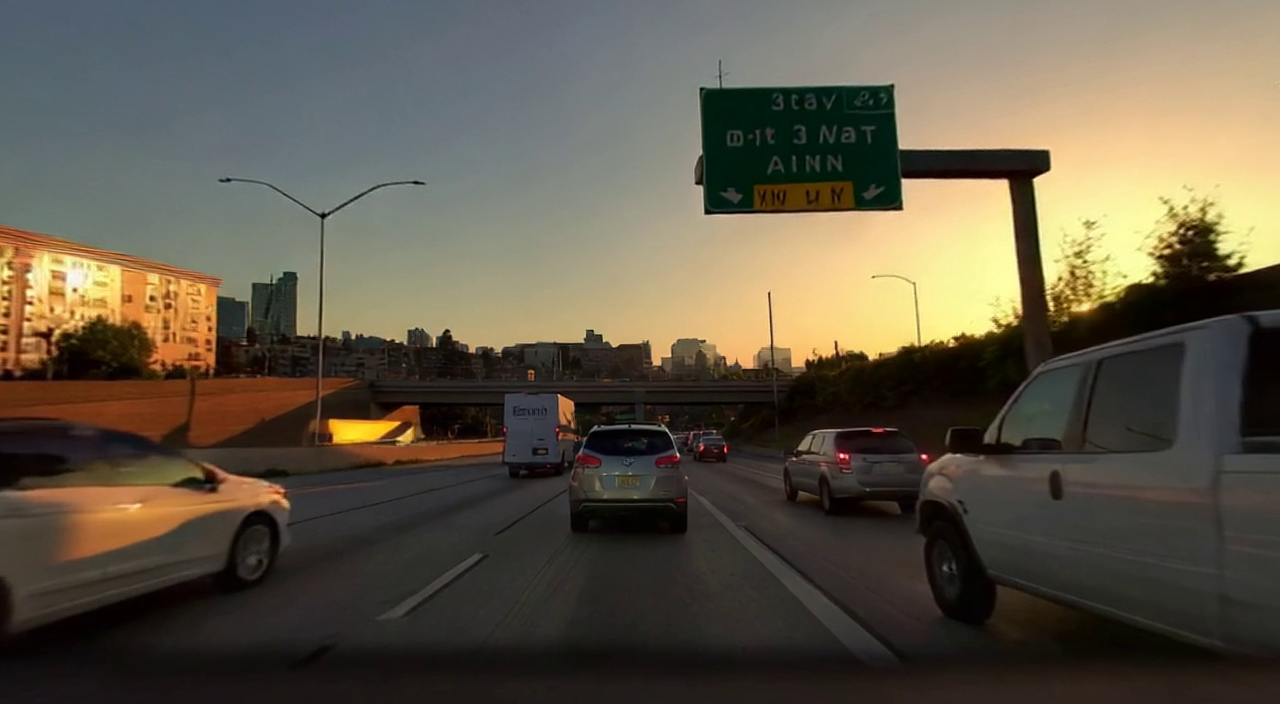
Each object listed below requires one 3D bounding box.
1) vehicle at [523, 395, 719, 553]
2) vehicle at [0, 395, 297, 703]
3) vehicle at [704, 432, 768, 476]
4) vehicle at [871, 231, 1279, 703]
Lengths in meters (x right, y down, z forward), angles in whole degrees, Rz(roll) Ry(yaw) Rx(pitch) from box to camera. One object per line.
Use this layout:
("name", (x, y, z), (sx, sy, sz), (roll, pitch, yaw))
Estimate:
("vehicle", (-0.222, 1.748, 9.623), (2.287, 1.823, 4.369), (0, -8, 0))
("vehicle", (-4.083, 1.003, 3.346), (1.983, 1.496, 4.371), (0, -8, 1))
("vehicle", (3.997, 4.344, 27.032), (2.064, 1.720, 4.416), (0, -8, 0))
("vehicle", (2.984, 0.683, 2.221), (2.341, 1.890, 5.144), (0, -8, 0))
